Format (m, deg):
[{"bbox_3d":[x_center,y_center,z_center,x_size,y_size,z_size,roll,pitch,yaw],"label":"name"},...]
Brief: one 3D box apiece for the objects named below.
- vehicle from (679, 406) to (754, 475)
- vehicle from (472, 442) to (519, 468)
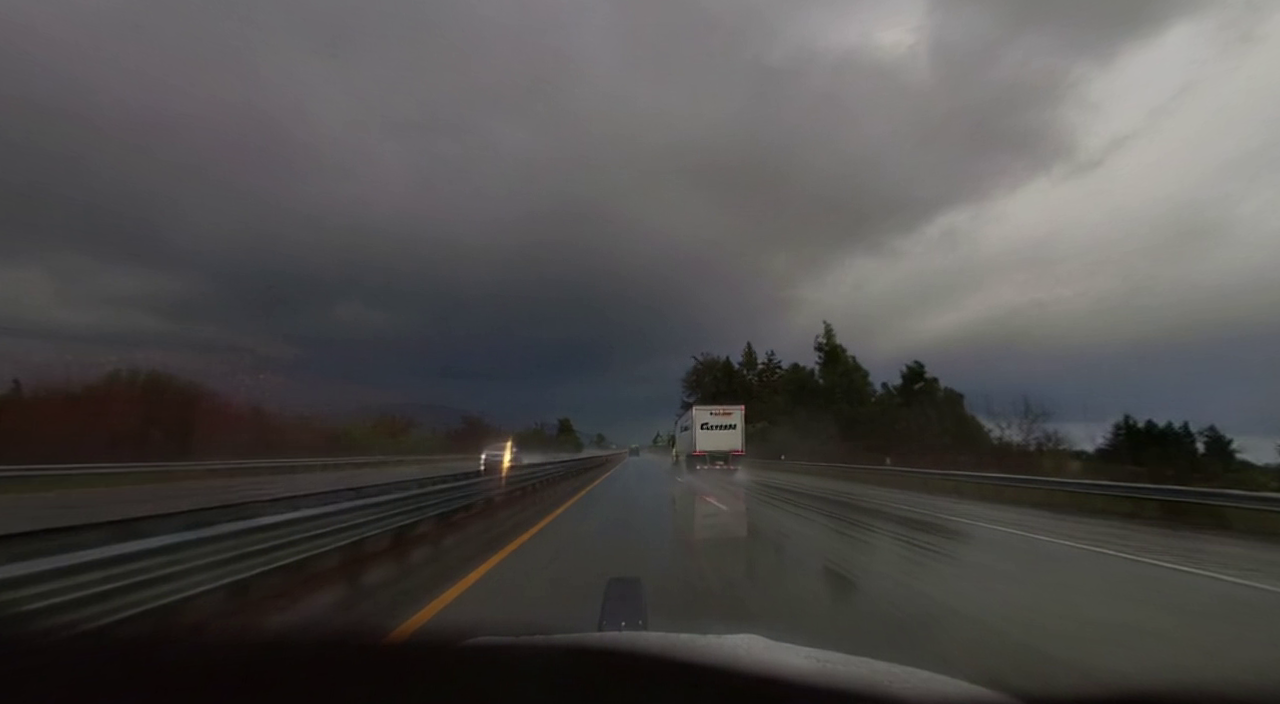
[{"bbox_3d":[4.132,5.258,36.927,2.876,3.419,11.591,0,-9,0],"label":"vehicle"},{"bbox_3d":[-9.022,6.462,39.696,1.935,1.558,4.214,0,-9,0],"label":"vehicle"}]
